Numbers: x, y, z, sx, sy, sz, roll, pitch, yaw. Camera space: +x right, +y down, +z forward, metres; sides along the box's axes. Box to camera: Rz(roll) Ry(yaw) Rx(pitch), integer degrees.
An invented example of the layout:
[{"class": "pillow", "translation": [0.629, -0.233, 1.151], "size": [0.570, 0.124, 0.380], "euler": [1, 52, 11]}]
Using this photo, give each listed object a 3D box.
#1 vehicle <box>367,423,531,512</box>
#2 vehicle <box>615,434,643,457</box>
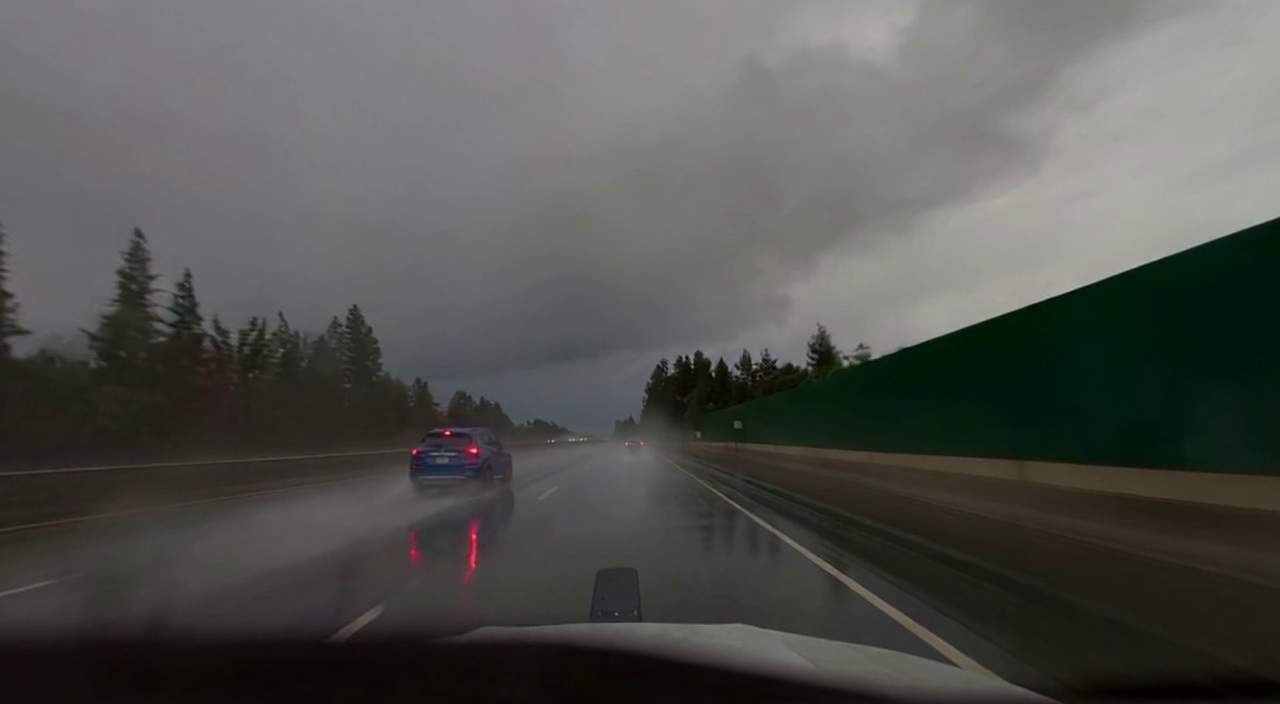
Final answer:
[{"class": "vehicle", "translation": [-3.793, 2.358, 13.579], "size": [2.072, 1.545, 4.767], "euler": [0, -8, 0]}, {"class": "vehicle", "translation": [-0.764, 6.396, 43.344], "size": [1.836, 1.450, 3.519], "euler": [0, -8, -1]}]
